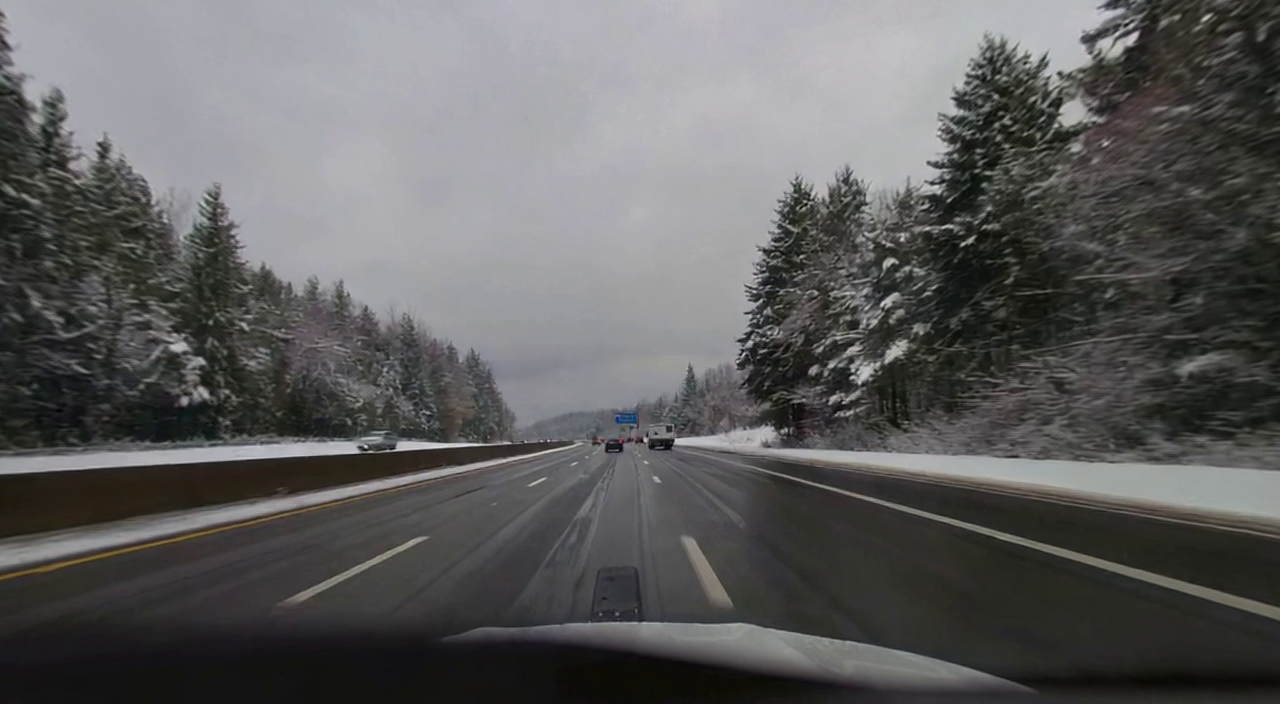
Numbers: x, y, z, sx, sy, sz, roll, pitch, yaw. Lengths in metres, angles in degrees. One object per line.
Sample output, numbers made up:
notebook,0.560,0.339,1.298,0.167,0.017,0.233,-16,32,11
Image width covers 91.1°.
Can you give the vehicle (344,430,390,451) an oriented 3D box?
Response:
vehicle,-20.011,6.467,46.206,1.706,1.457,3.739,0,-8,-1
